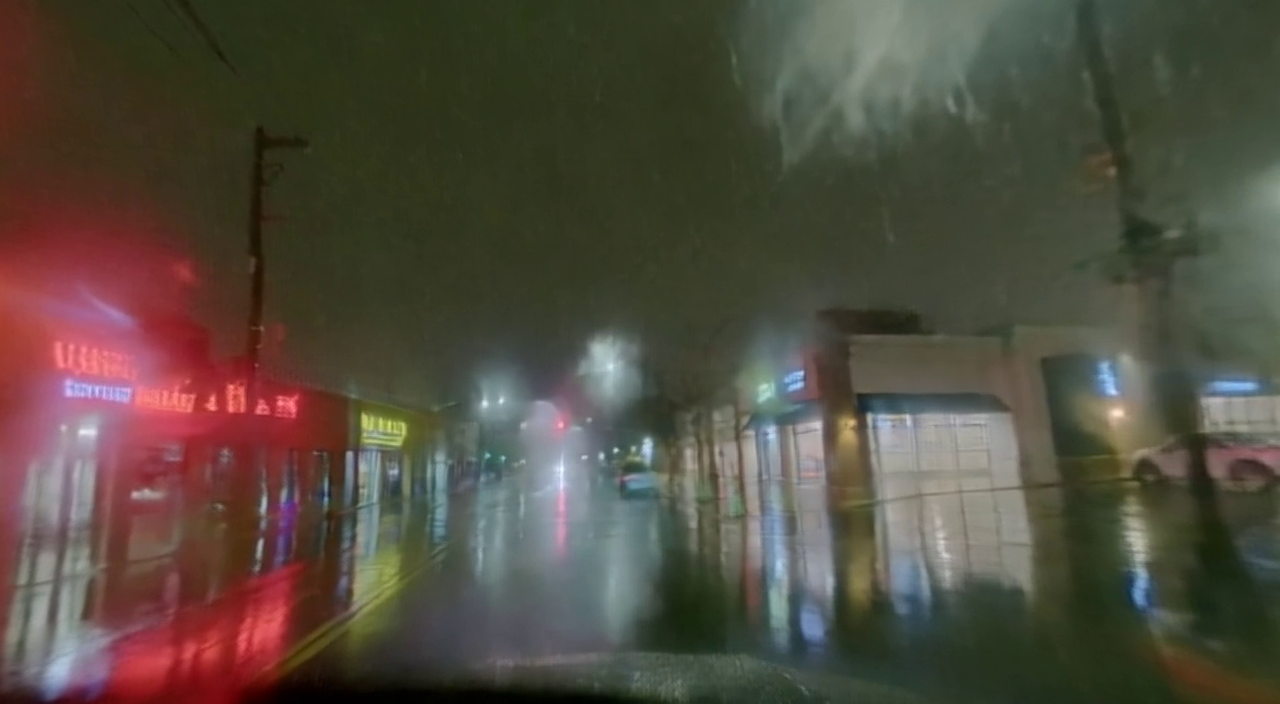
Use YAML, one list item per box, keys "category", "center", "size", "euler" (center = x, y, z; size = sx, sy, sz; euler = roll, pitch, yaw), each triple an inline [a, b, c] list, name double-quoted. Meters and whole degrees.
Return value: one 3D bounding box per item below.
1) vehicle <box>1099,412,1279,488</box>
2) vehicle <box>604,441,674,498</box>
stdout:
- category: "vehicle"
  center: [14.216, 2.358, 15.017]
  size: [1.869, 1.618, 4.814]
  euler: [5, -12, -29]
- category: "vehicle"
  center: [-0.167, 4.722, 25.431]
  size: [2.150, 2.013, 4.748]
  euler: [0, -10, -8]
